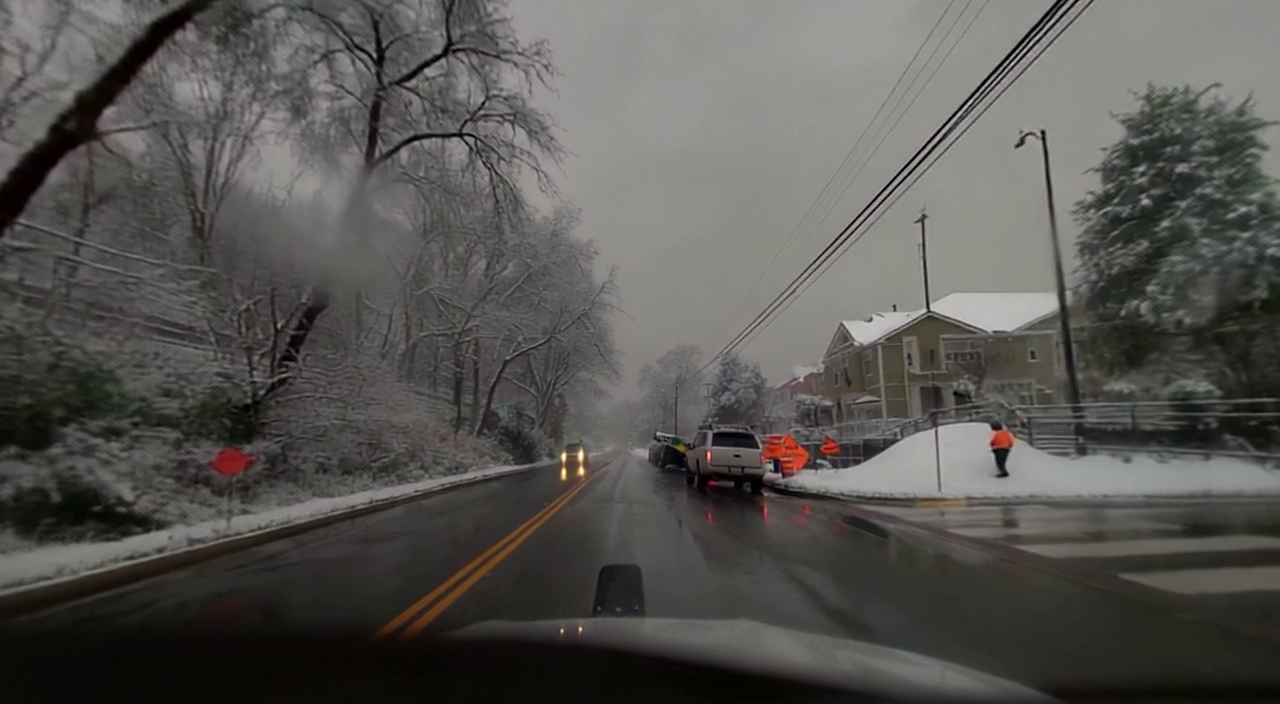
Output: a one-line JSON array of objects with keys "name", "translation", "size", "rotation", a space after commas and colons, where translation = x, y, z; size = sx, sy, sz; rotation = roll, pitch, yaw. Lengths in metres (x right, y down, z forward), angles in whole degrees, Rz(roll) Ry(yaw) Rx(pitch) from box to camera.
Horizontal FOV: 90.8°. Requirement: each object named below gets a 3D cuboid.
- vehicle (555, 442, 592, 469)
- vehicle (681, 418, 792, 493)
[{"name": "vehicle", "translation": [-4.539, 7.138, 43.643], "size": [2.078, 1.716, 4.367], "rotation": [0, -9, 0]}, {"name": "vehicle", "translation": [2.940, 3.408, 21.127], "size": [2.759, 2.114, 6.152], "rotation": [0, -9, 0]}]
